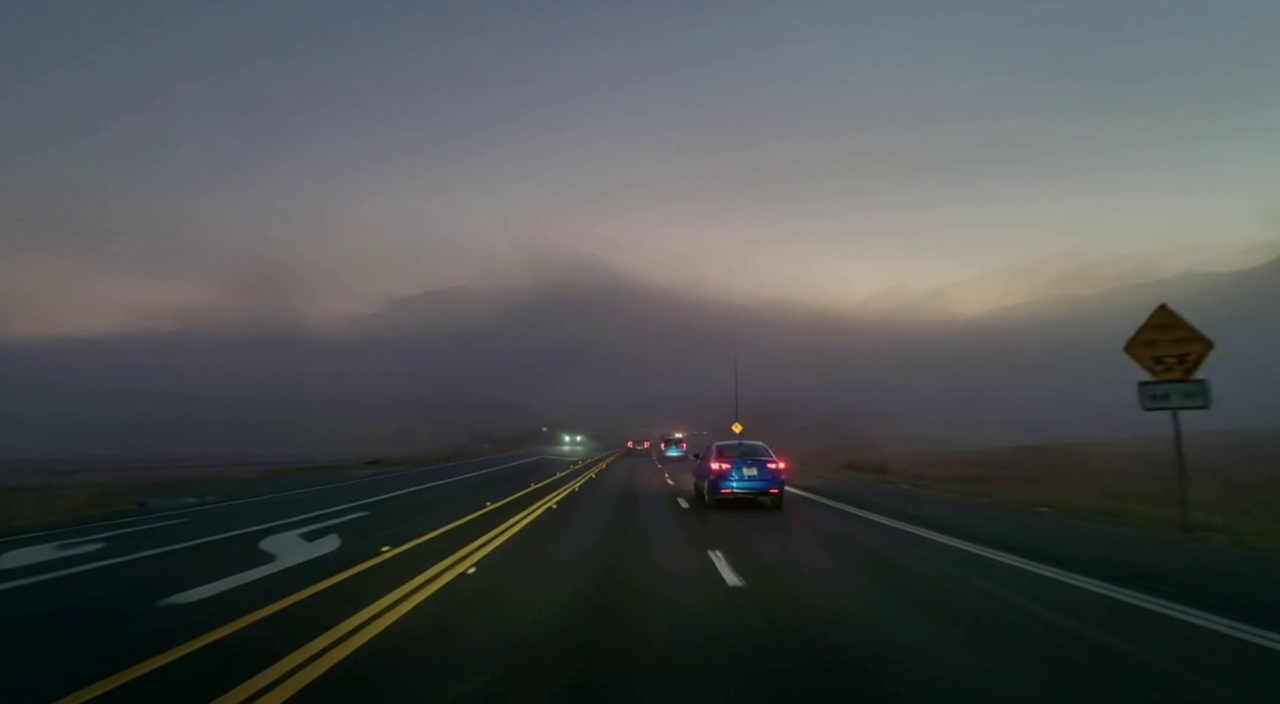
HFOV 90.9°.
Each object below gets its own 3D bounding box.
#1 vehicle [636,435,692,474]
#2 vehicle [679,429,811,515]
[{"bbox_3d":[0.946,4.400,27.251,2.026,1.531,4.273,0,-8,-3],"label":"vehicle"},{"bbox_3d":[2.036,2.469,13.469,2.007,1.534,3.976,0,-8,-2],"label":"vehicle"}]
